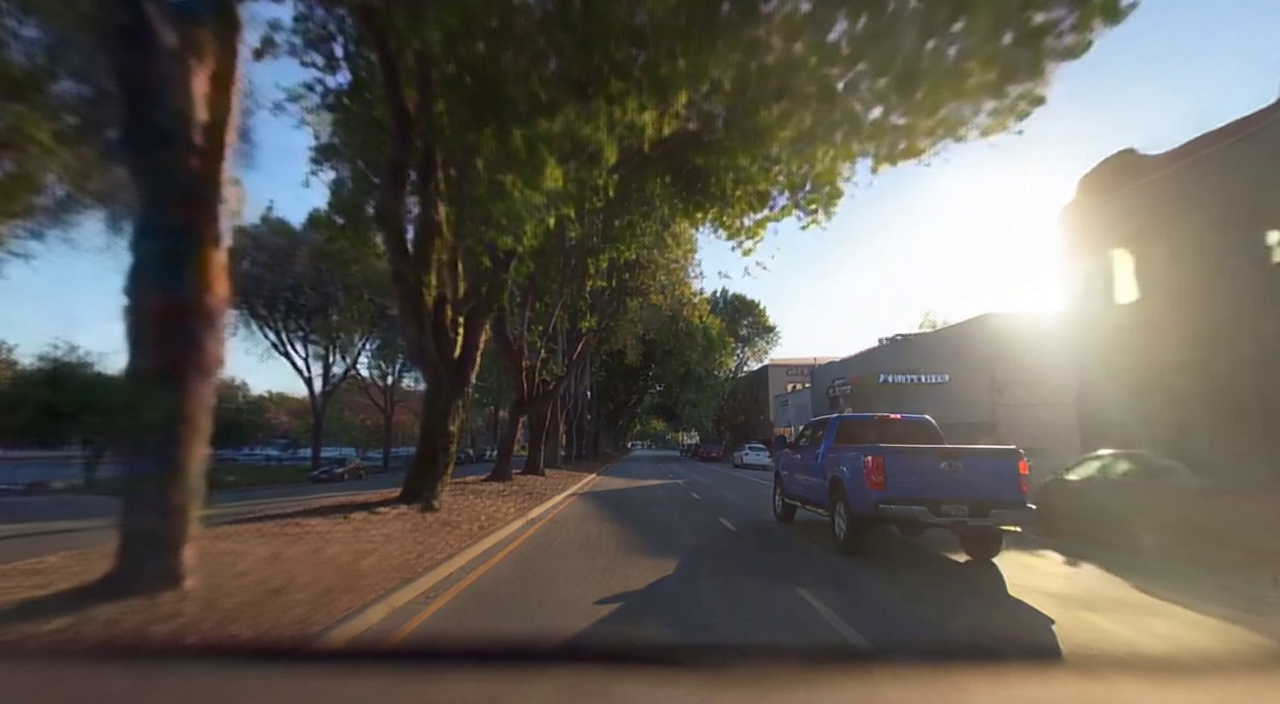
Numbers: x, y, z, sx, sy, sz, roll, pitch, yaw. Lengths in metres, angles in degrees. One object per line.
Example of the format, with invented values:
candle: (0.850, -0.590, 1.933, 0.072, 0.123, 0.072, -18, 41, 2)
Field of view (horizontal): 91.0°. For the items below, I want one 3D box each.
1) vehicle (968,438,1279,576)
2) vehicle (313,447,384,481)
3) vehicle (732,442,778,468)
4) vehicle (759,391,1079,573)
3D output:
vehicle: (7.391, 2.093, 9.547, 2.108, 1.503, 5.000, 1, -8, 0)
vehicle: (-16.022, 6.157, 34.829, 1.913, 1.734, 4.357, 0, -8, -2)
vehicle: (7.287, 6.557, 40.272, 1.863, 1.588, 4.670, 0, -8, -2)
vehicle: (3.330, 1.709, 9.107, 2.085, 1.828, 5.383, 0, -8, -1)
